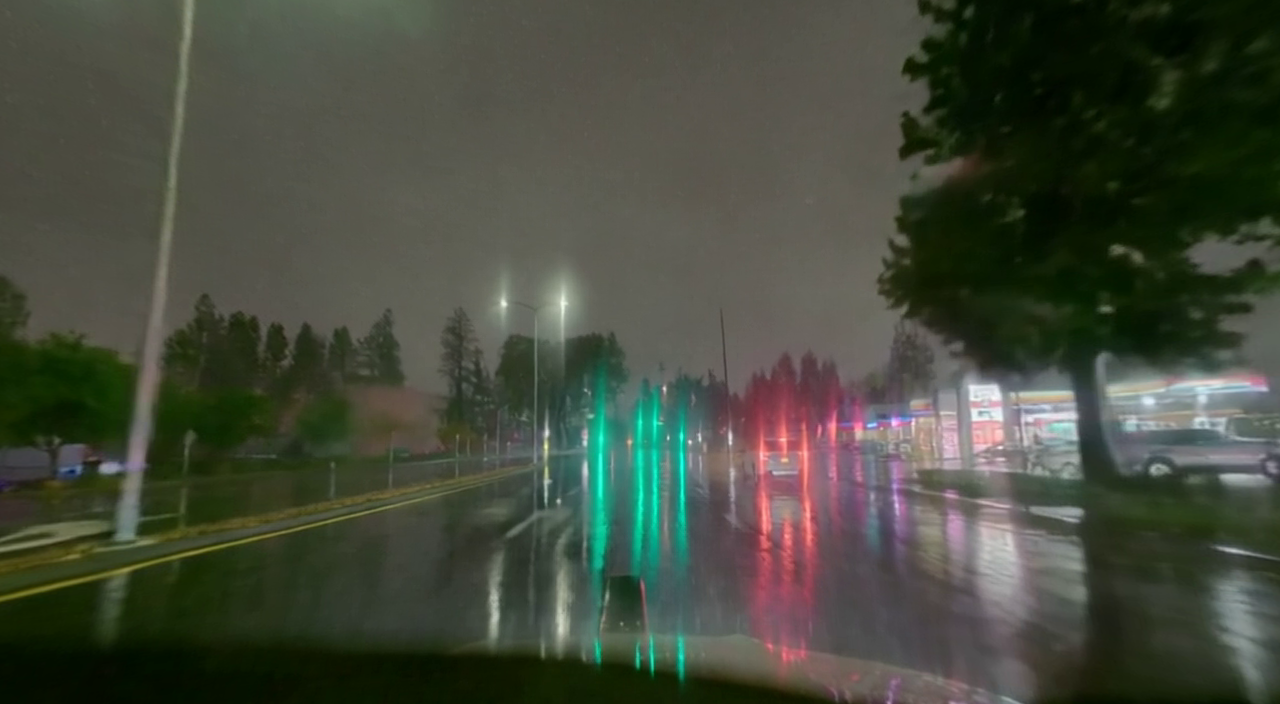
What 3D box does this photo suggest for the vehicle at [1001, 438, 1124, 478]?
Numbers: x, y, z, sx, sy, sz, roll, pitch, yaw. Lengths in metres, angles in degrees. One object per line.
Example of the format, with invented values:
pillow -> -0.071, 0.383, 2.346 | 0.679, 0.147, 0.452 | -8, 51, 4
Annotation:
vehicle -> 15.960, 3.979, 23.988 | 3.383, 1.393, 1.730 | 0, -8, 3

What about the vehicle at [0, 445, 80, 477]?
vehicle -> -33.086, 5.670, 33.062 | 5.406, 1.627, 2.177 | 0, -8, -1

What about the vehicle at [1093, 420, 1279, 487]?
vehicle -> 16.680, 2.897, 18.177 | 5.536, 1.705, 2.122 | -1, -9, 1

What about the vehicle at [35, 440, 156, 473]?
vehicle -> -33.060, 6.347, 38.505 | 5.259, 1.760, 2.094 | -2, -9, -3

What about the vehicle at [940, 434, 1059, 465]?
vehicle -> 23.461, 6.388, 41.441 | 6.404, 1.894, 2.275 | 0, -8, 0

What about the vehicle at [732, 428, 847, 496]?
vehicle -> 4.531, 3.427, 20.119 | 2.245, 1.864, 5.076 | 0, -8, -2
